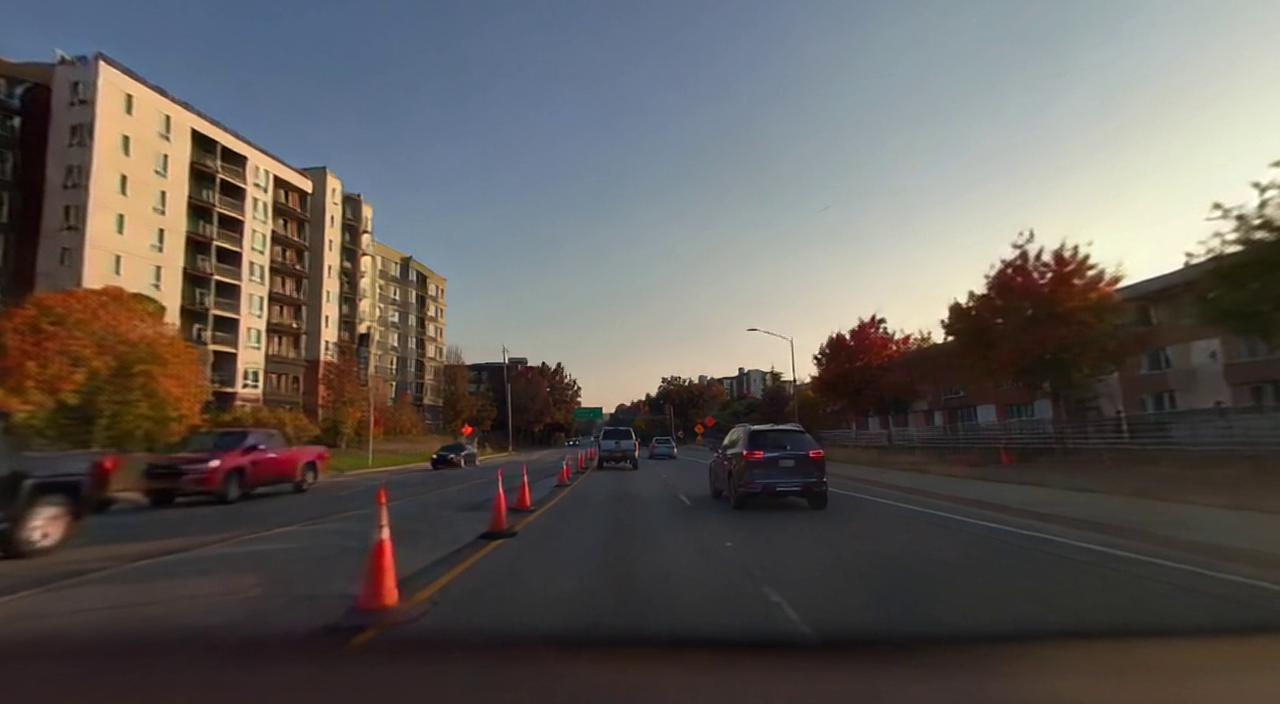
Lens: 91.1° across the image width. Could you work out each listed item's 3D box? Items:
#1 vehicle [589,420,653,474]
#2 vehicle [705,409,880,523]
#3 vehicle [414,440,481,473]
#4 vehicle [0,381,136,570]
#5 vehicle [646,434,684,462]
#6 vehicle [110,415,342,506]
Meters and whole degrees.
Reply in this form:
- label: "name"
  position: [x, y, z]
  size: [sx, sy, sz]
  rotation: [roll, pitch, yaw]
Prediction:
- label: "vehicle"
  position: [-0.936, 4.570, 30.304]
  size: [2.762, 2.309, 6.723]
  rotation: [1, -9, -2]
- label: "vehicle"
  position: [2.768, 2.275, 13.032]
  size: [2.120, 1.828, 5.531]
  rotation: [0, -9, -1]
- label: "vehicle"
  position: [-9.666, 5.266, 31.885]
  size: [1.997, 1.512, 4.322]
  rotation: [0, -9, 1]
- label: "vehicle"
  position: [-7.689, 1.132, 5.256]
  size: [2.296, 1.911, 5.688]
  rotation: [-2, -8, -1]
- label: "vehicle"
  position: [1.715, 6.832, 44.602]
  size: [2.187, 1.835, 5.471]
  rotation: [1, -8, -3]
- label: "vehicle"
  position: [-10.050, 2.687, 15.932]
  size: [2.192, 1.923, 4.970]
  rotation: [0, -9, 5]
